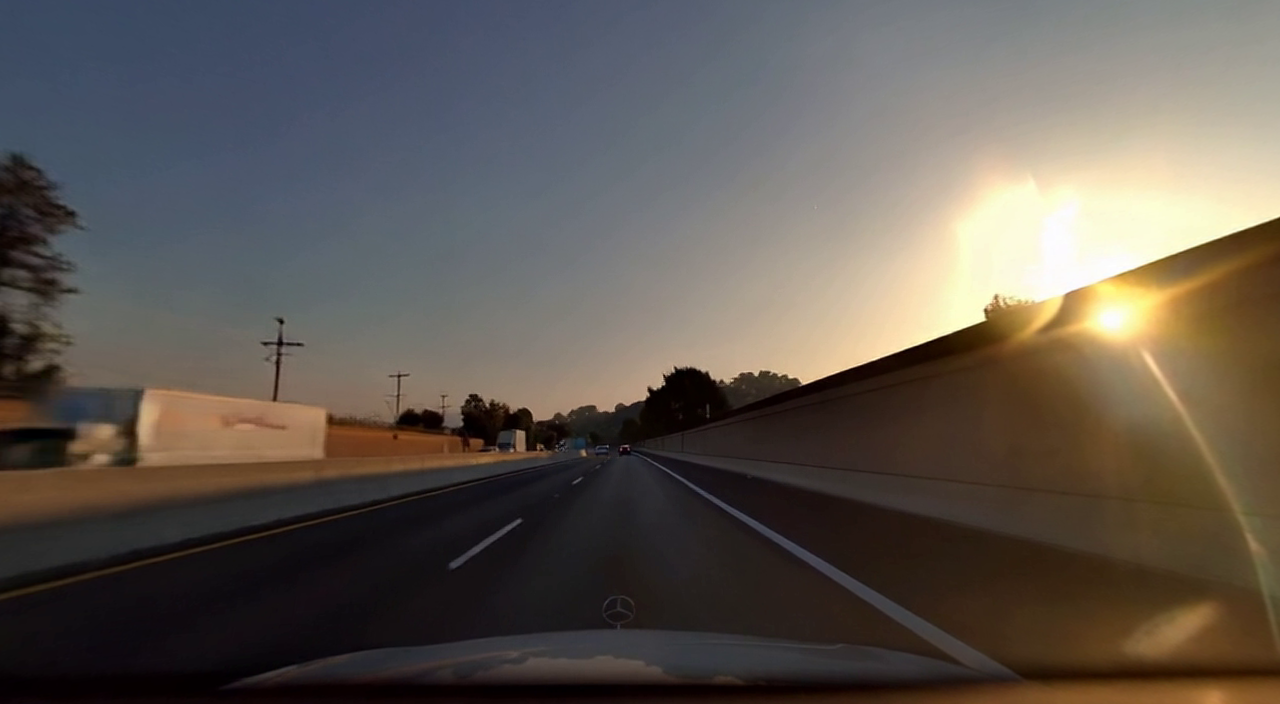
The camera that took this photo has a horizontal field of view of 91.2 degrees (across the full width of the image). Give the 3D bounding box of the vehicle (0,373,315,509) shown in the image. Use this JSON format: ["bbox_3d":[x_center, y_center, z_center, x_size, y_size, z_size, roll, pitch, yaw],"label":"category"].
[{"bbox_3d":[-17.187,3.389,23.391,3.293,3.600,13.598,0,-9,-2],"label":"vehicle"}]
